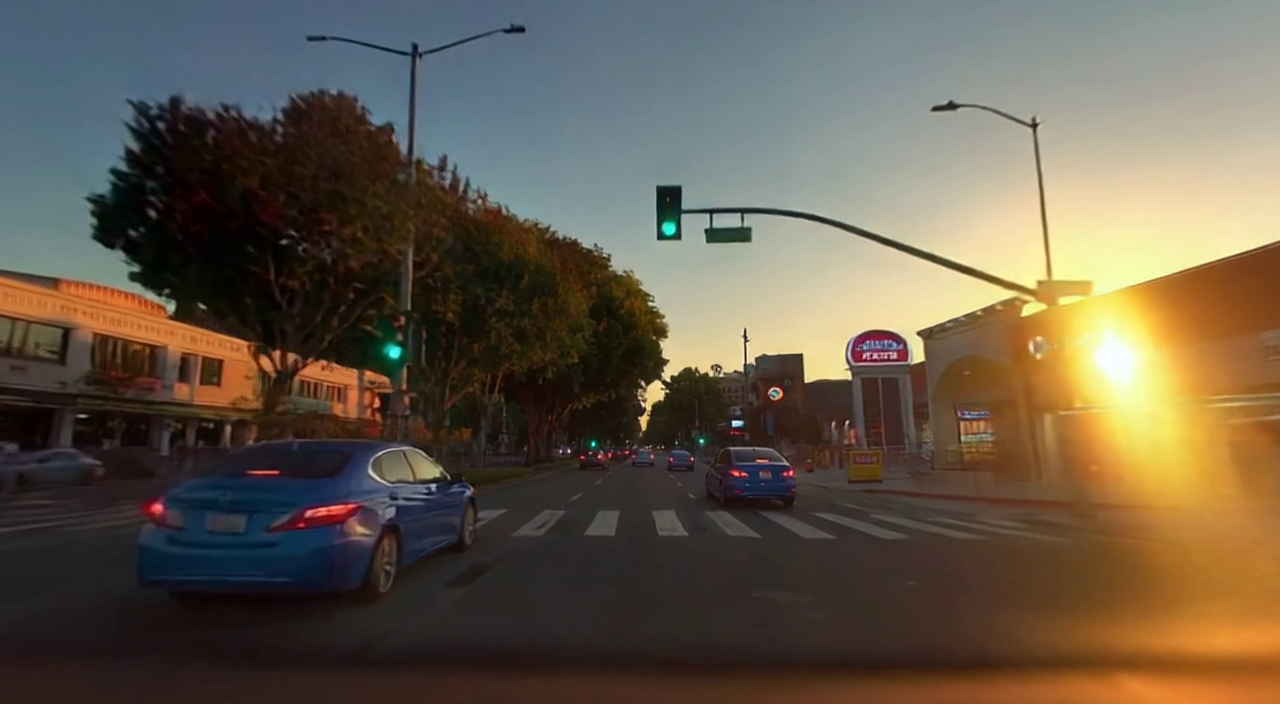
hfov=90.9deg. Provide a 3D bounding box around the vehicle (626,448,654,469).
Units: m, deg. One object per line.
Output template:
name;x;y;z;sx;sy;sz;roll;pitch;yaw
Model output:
vehicle;-0.058;8.045;47.643;2.070;1.460;4.118;0;-8;-1

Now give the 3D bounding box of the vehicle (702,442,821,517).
vehicle;2.709;2.940;15.097;1.946;1.513;4.133;0;-8;-1

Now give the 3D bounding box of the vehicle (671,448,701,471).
vehicle;3.331;7.871;46.299;1.931;1.552;4.125;0;-8;0

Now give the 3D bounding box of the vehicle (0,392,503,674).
vehicle;-2.986;1.427;6.282;2.032;1.639;5.037;0;-8;1

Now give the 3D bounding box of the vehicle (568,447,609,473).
vehicle;-3.099;6.616;38.887;2.040;1.471;4.211;0;-8;2
